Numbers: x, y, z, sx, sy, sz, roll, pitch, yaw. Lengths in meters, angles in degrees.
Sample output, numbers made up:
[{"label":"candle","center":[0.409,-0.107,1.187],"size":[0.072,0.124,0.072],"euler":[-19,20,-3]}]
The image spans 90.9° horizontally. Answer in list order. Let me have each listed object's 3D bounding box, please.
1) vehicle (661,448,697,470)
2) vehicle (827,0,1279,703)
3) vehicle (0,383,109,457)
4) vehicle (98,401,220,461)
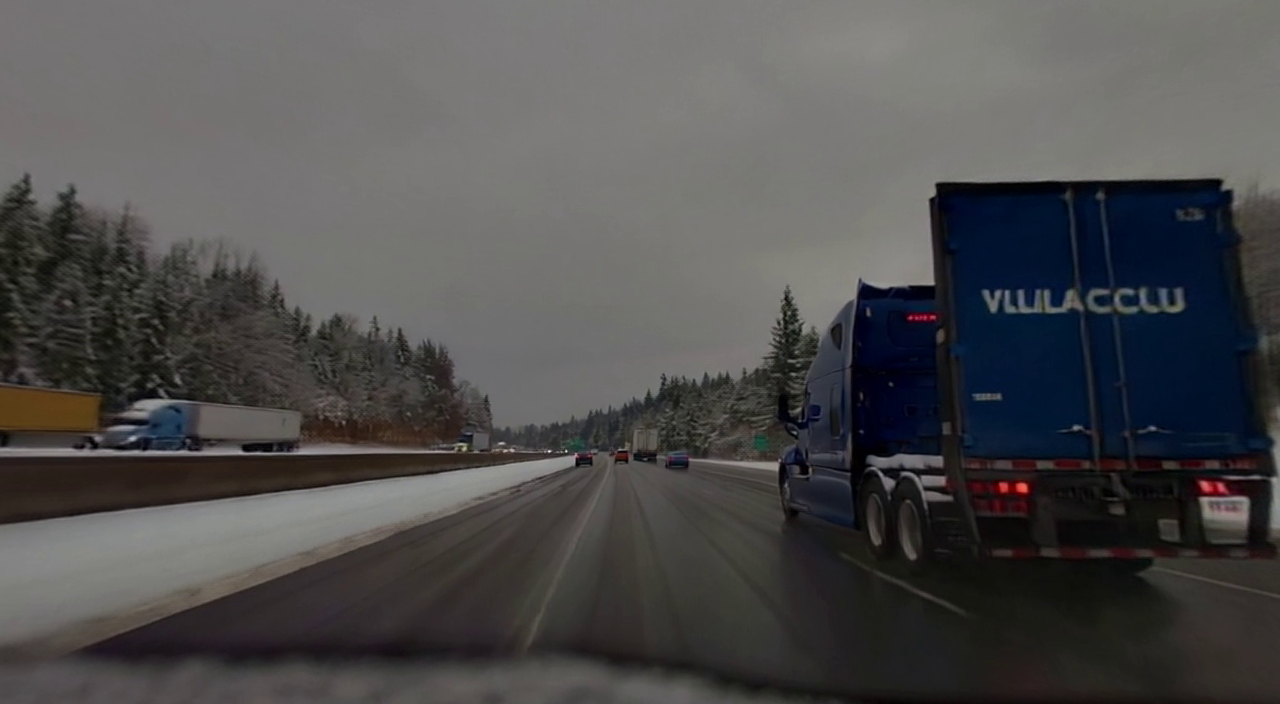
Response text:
[{"label":"vehicle","center":[2.978,8.369,49.389],"size":[2.246,1.583,4.813],"euler":[0,-9,-3]},{"label":"vehicle","center":[4.268,-0.332,1.813],"size":[2.847,4.075,14.244],"euler":[0,-9,-1]},{"label":"vehicle","center":[-34.509,3.775,34.185],"size":[2.721,3.792,9.308],"euler":[-1,-9,4]},{"label":"vehicle","center":[-34.061,5.724,45.069],"size":[2.964,3.947,6.858],"euler":[0,-9,2]}]
